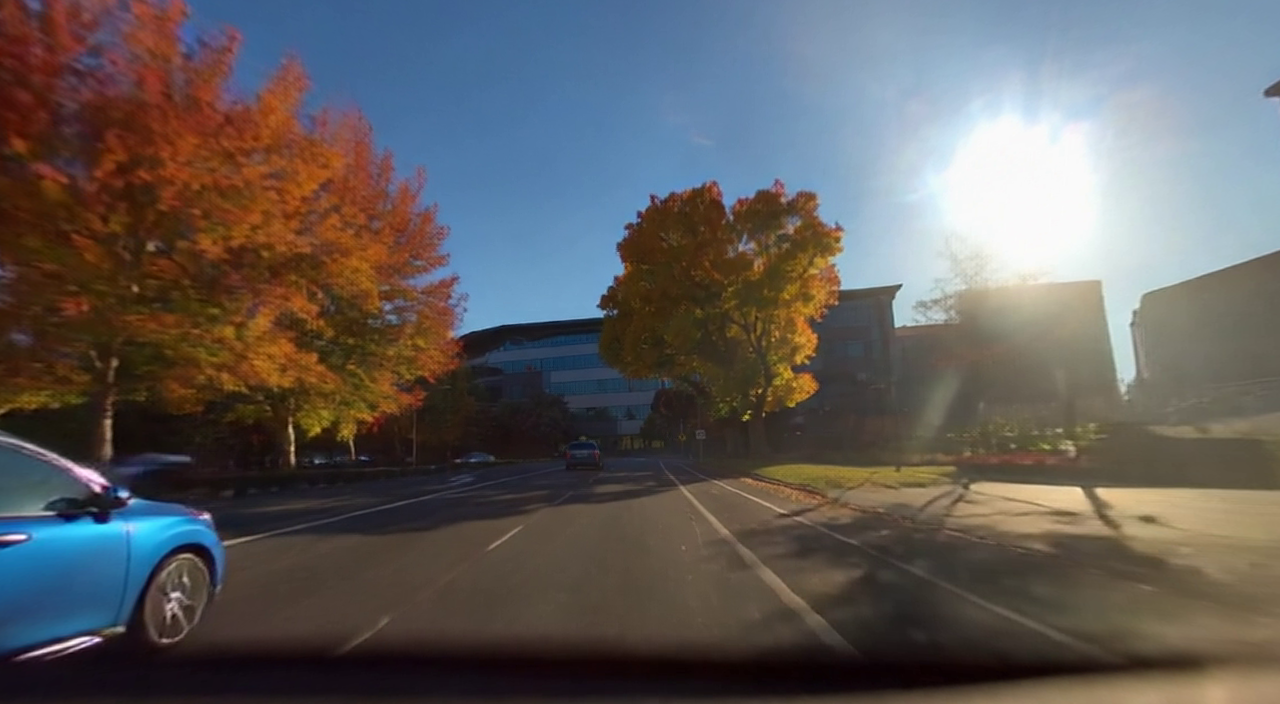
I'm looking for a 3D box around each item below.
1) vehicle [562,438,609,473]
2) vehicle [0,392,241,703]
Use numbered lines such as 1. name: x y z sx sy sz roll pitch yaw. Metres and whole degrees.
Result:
1. vehicle: -2.954 5.768 35.159 2.112 1.779 4.489 0 -9 2
2. vehicle: -3.812 0.856 2.221 1.923 1.528 4.309 0 -9 1
